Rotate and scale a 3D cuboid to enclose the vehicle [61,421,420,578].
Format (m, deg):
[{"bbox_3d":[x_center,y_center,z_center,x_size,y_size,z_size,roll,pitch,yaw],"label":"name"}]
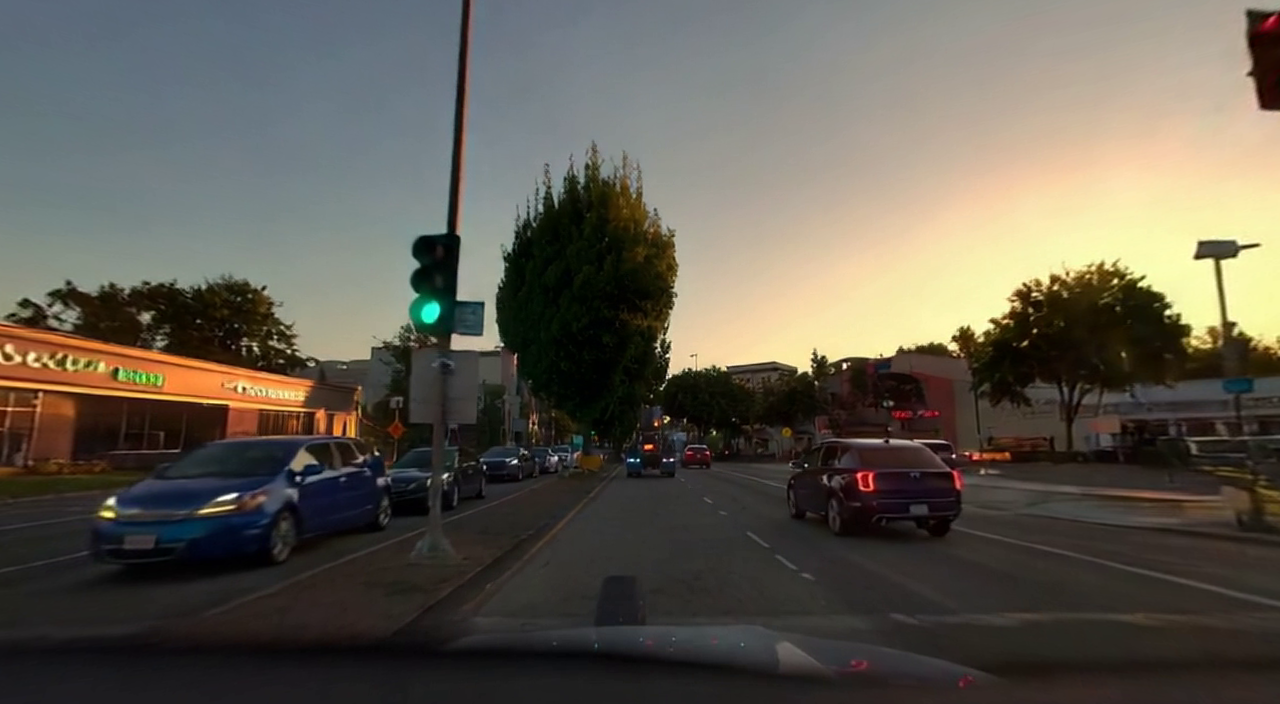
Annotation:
[{"bbox_3d":[-4.671,1.767,8.377,2.001,1.518,4.316,0,-9,-1],"label":"vehicle"}]

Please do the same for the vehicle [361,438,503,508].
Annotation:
[{"bbox_3d":[-4.895,2.905,15.621,1.958,1.473,4.540,0,-9,0],"label":"vehicle"}]

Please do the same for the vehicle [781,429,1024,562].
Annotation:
[{"bbox_3d":[3.666,2.057,9.749,2.025,1.618,3.949,0,-9,0],"label":"vehicle"}]

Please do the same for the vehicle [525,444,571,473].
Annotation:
[{"bbox_3d":[-5.002,5.876,34.894,1.922,1.506,4.302,0,-9,-1],"label":"vehicle"}]

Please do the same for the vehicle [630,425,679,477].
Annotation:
[{"bbox_3d":[0.750,5.660,36.525,2.566,2.705,6.350,-1,-7,0],"label":"vehicle"}]

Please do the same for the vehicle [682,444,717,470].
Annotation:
[{"bbox_3d":[4.236,7.564,45.609,2.025,1.754,4.311,0,-9,-1],"label":"vehicle"}]
